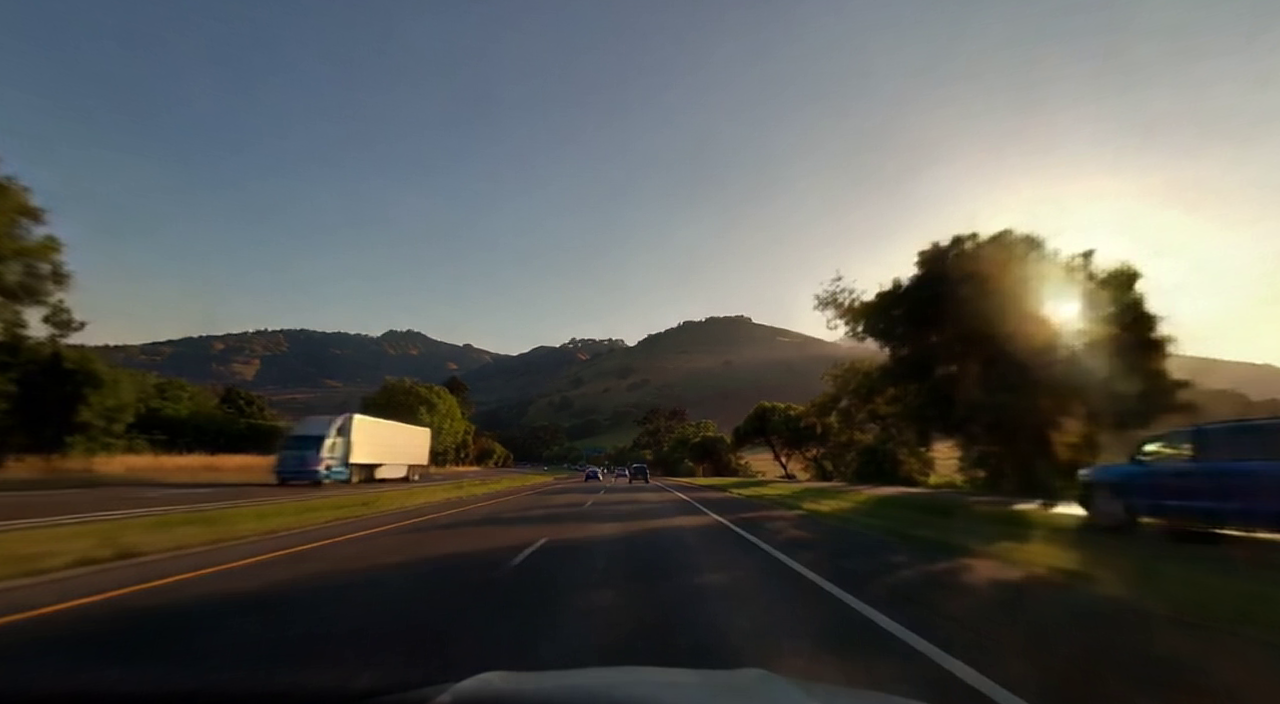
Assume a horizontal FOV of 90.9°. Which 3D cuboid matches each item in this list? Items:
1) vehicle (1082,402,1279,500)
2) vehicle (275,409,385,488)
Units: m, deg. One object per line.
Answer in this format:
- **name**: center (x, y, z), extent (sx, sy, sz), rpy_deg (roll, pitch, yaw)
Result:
- **vehicle**: center (22.454, 3.607, 22.584), extent (2.846, 3.184, 14.350), rpy_deg (1, -10, 0)
- **vehicle**: center (-17.057, 5.455, 35.213), extent (2.985, 3.978, 5.891), rpy_deg (1, -11, -1)
